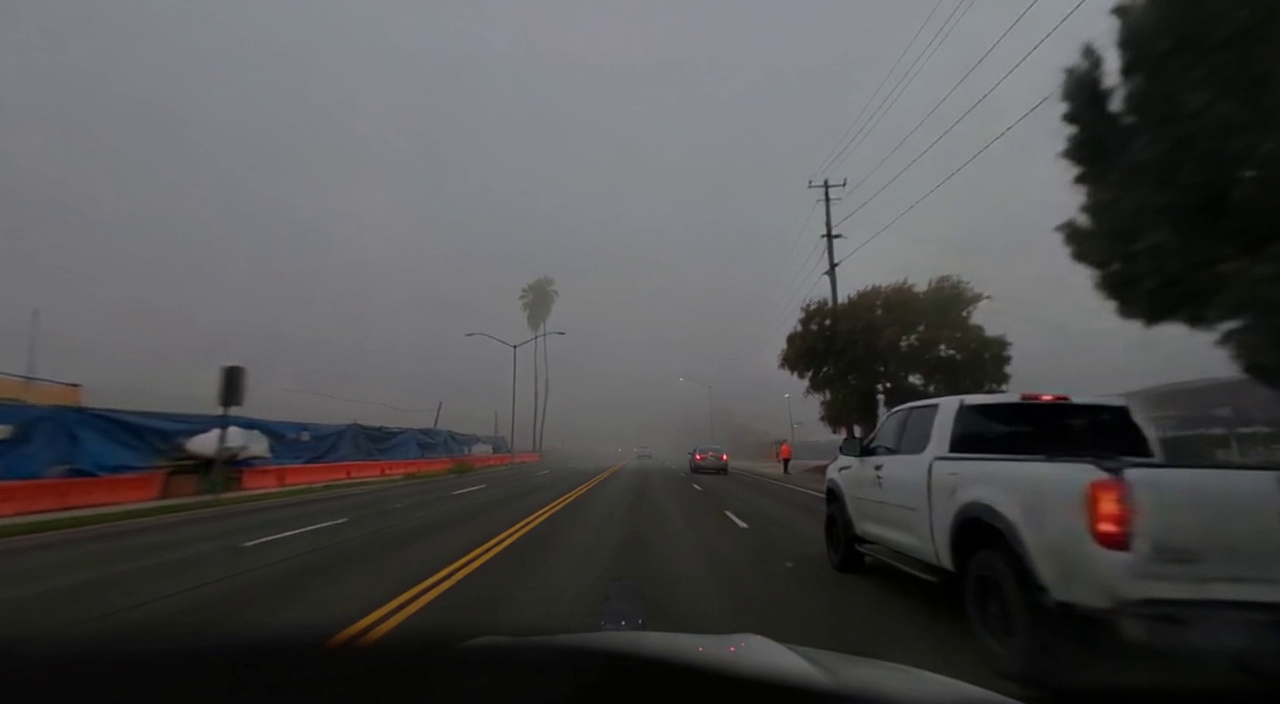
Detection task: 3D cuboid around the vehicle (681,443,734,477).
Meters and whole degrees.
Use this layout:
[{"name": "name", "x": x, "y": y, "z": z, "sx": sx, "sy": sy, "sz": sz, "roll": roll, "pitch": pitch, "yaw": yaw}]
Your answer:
[{"name": "vehicle", "x": 3.312, "y": 5.370, "z": 31.670, "sx": 2.148, "sy": 1.562, "sz": 4.642, "roll": 0, "pitch": -8, "yaw": 0}]

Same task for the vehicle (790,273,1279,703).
[{"name": "vehicle", "x": 3.059, "y": 1.092, "z": 4.956, "sx": 2.386, "sy": 1.970, "sz": 5.665, "roll": 0, "pitch": -8, "yaw": 1}]
